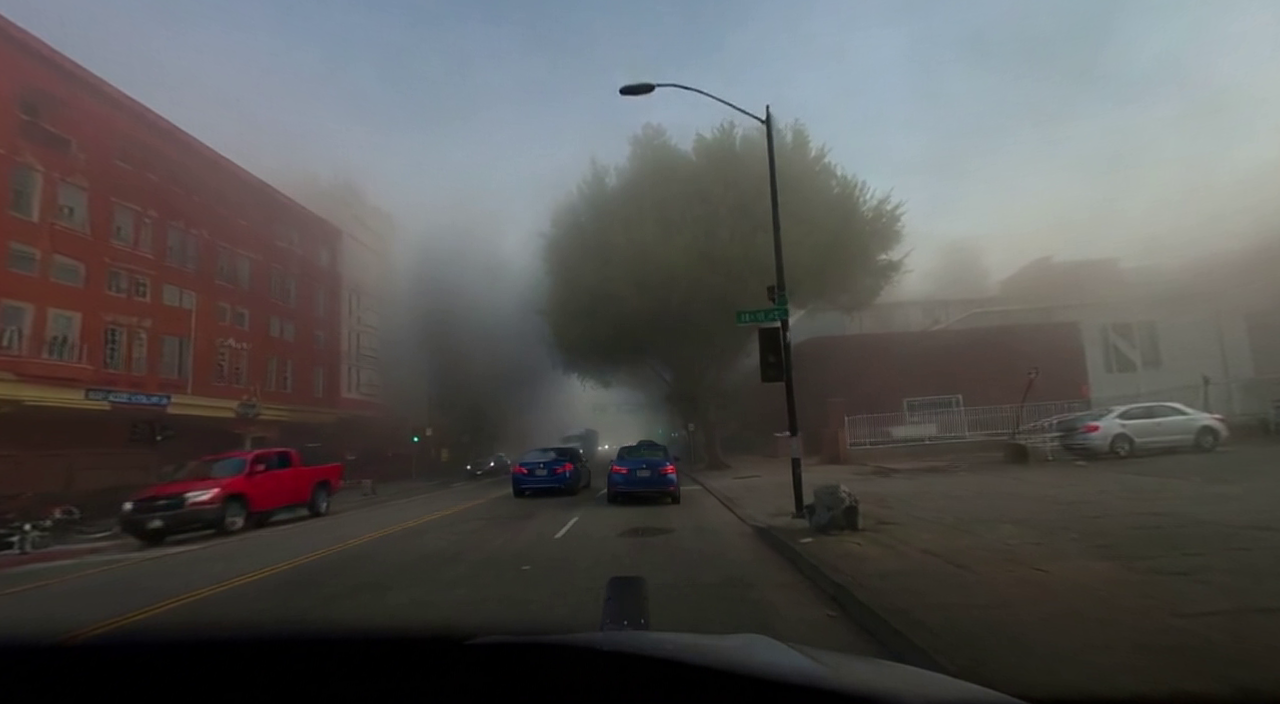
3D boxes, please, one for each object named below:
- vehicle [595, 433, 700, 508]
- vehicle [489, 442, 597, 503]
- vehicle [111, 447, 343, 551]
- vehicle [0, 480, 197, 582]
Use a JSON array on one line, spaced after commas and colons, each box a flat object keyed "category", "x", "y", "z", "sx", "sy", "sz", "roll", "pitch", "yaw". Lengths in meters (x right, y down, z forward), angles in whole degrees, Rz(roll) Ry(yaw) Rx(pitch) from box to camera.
[{"category": "vehicle", "x": 0.163, "y": 2.649, "z": 14.546, "sx": 2.094, "sy": 1.478, "sz": 3.922, "roll": 0, "pitch": -8, "yaw": 0}, {"category": "vehicle", "x": -2.467, "y": 3.210, "z": 17.366, "sx": 2.099, "sy": 1.424, "sz": 4.843, "roll": 0, "pitch": -8, "yaw": 1}, {"category": "vehicle", "x": -8.438, "y": 2.969, "z": 13.525, "sx": 1.931, "sy": 1.803, "sz": 4.420, "roll": 0, "pitch": -8, "yaw": 1}, {"category": "vehicle", "x": -11.748, "y": 3.532, "z": 13.064, "sx": 1.861, "sy": 1.476, "sz": 4.479, "roll": 0, "pitch": -9, "yaw": 0}]
